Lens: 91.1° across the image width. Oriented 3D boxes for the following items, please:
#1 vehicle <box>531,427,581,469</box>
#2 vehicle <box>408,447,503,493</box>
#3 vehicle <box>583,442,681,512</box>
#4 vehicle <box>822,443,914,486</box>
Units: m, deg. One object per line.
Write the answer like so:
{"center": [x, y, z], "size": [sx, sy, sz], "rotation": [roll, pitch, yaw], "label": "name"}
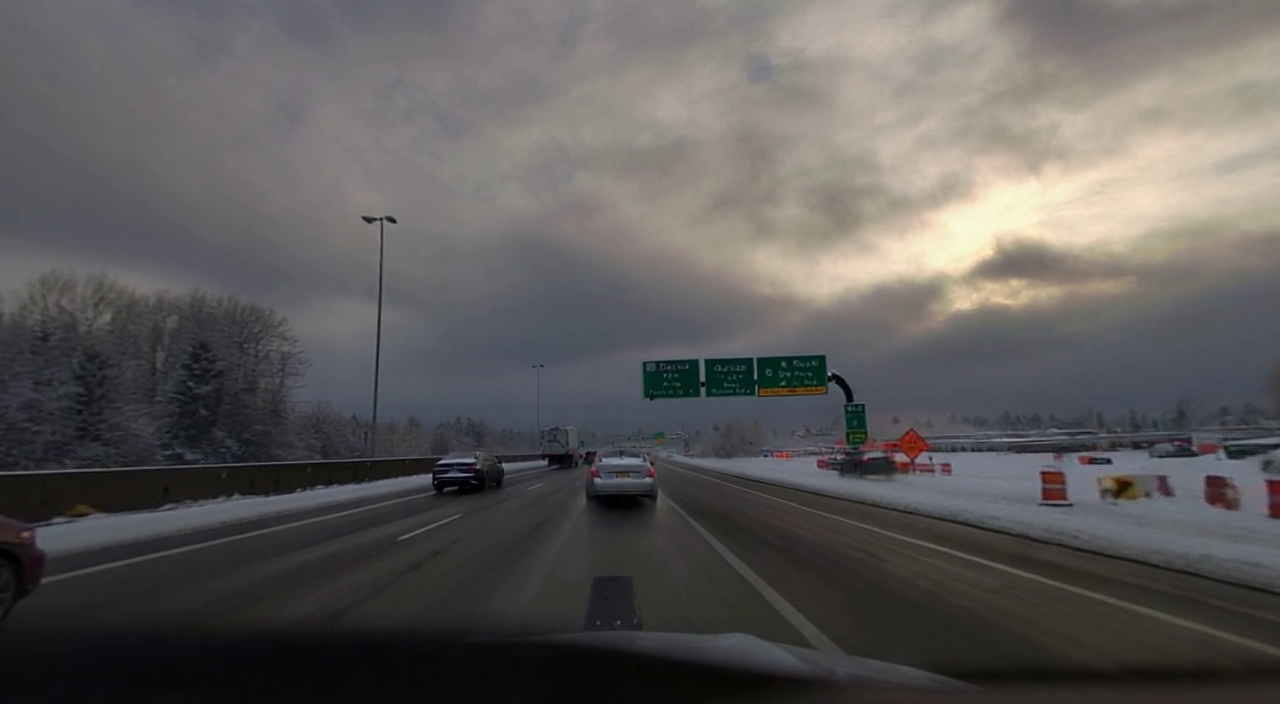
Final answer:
{"center": [-5.647, 6.589, 43.184], "size": [2.326, 2.645, 6.249], "rotation": [-1, -9, 2], "label": "vehicle"}
{"center": [-6.273, 4.048, 21.888], "size": [2.063, 1.417, 4.000], "rotation": [0, -9, 0], "label": "vehicle"}
{"center": [-0.228, 2.932, 15.188], "size": [2.080, 1.451, 3.512], "rotation": [0, -9, -2], "label": "vehicle"}
{"center": [8.445, 4.170, 23.662], "size": [1.871, 1.460, 3.754], "rotation": [0, -9, -3], "label": "vehicle"}
